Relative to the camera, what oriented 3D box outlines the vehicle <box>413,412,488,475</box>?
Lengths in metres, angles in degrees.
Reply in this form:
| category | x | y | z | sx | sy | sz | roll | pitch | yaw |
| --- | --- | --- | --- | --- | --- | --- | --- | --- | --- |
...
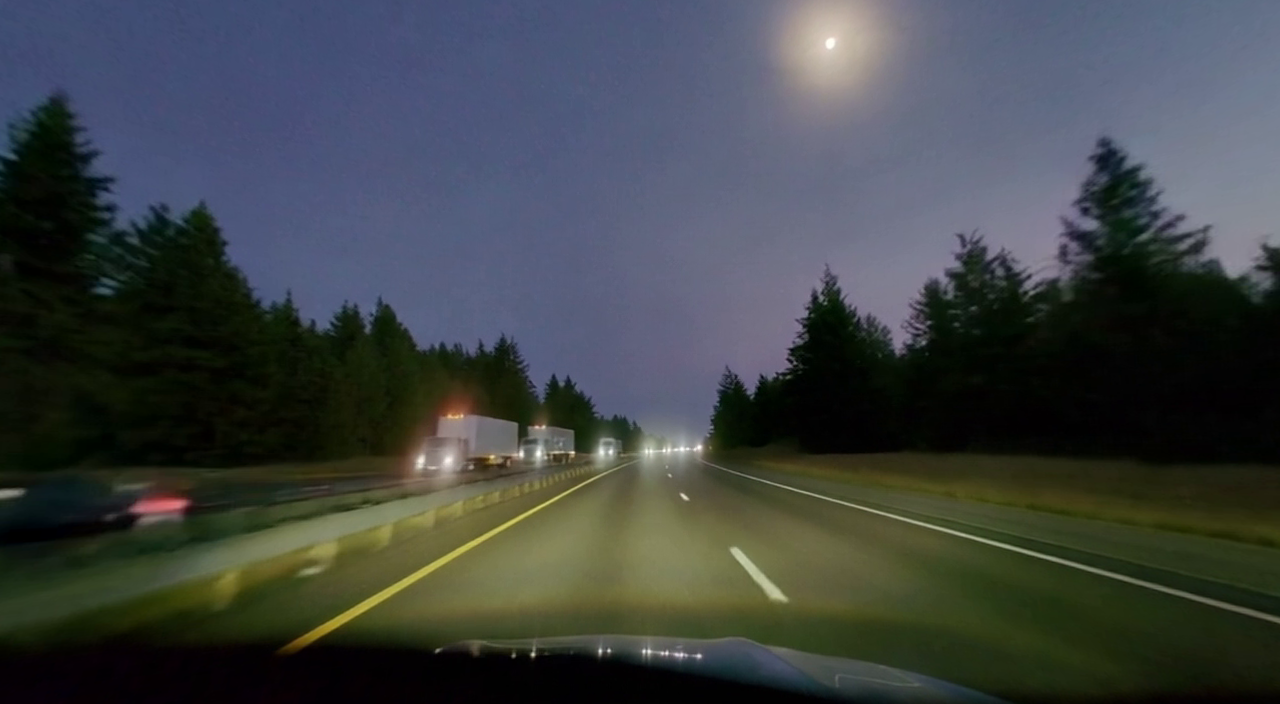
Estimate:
| category | x | y | z | sx | sy | sz | roll | pitch | yaw |
| --- | --- | --- | --- | --- | --- | --- | --- | --- | --- |
| vehicle | -12.419 | 6.135 | 42.019 | 3.000 | 3.861 | 5.713 | 0 | -9 | 2 |

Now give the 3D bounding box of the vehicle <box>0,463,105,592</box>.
| category | x | y | z | sx | sy | sz | roll | pitch | yaw |
| --- | --- | --- | --- | --- | --- | --- | --- | --- | --- |
| vehicle | -8.472 | 1.938 | 6.505 | 1.933 | 1.464 | 4.506 | 0 | -9 | 0 |
